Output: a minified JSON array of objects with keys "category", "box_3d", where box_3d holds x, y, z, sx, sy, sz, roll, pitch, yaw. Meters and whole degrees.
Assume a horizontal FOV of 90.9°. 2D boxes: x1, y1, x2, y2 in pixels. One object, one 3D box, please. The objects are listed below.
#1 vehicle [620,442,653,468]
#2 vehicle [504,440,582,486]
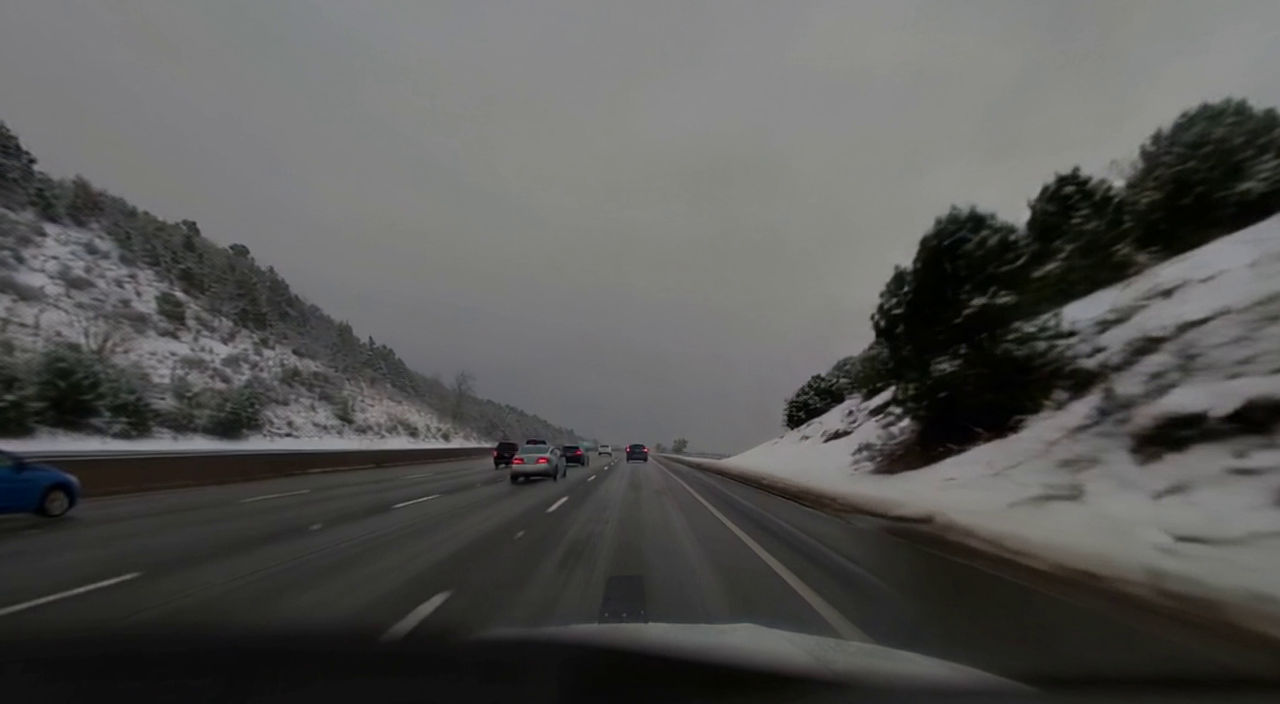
[{"category":"vehicle","box_3d":[-0.293,6.998,43.128,2.138,1.674,4.044,0,-8,-1]},{"category":"vehicle","box_3d":[-3.471,4.081,23.557,2.080,1.505,4.649,0,-8,1]}]
